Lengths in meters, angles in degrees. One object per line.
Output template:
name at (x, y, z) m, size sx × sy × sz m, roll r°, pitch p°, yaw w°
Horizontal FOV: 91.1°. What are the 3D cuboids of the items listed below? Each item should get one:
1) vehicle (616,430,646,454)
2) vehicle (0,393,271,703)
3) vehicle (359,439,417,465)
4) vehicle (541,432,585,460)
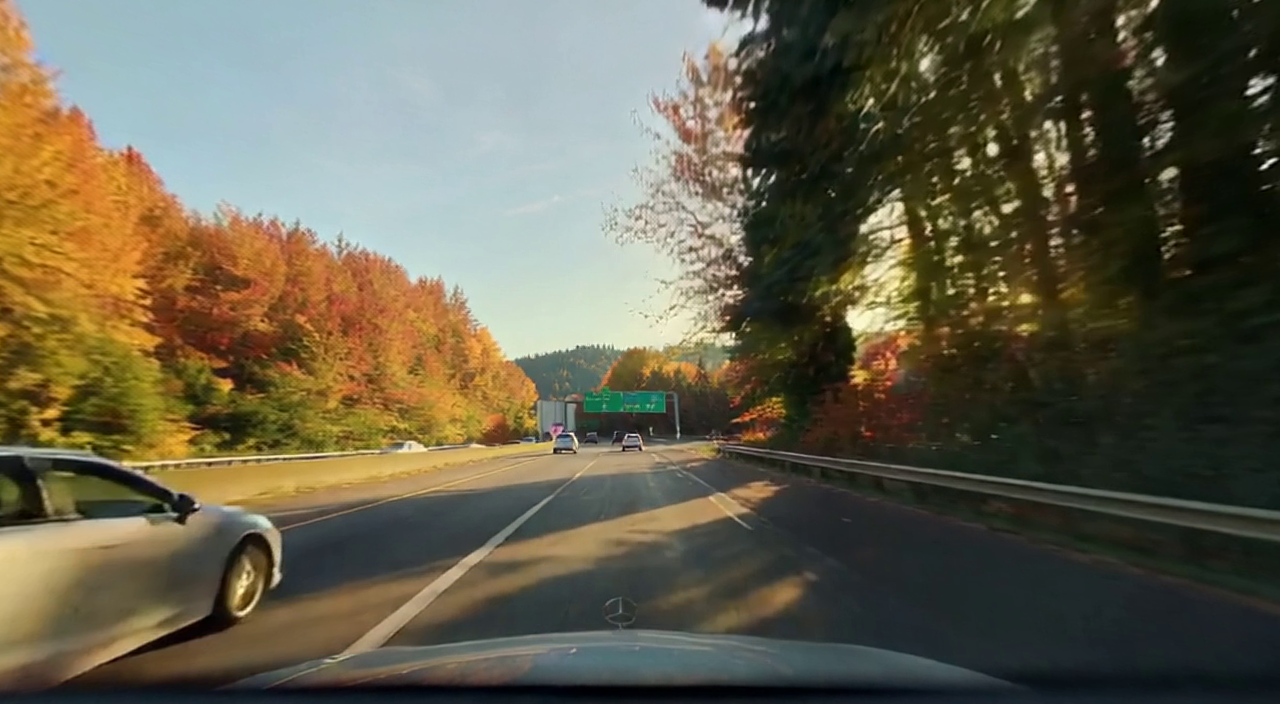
vehicle at (-0.628, 6.401, 44.572) m, size 2.054 × 1.609 × 3.859 m, roll 0°, pitch -8°, yaw -1°
vehicle at (-3.497, 0.837, 1.880) m, size 1.989 × 1.497 × 4.645 m, roll 0°, pitch -8°, yaw 0°
vehicle at (-15.560, 6.168, 39.059) m, size 1.882 × 1.511 × 4.166 m, roll 0°, pitch -8°, yaw 0°
vehicle at (-4.413, 5.456, 36.719) m, size 2.071 × 1.524 × 4.398 m, roll 0°, pitch -8°, yaw -1°
